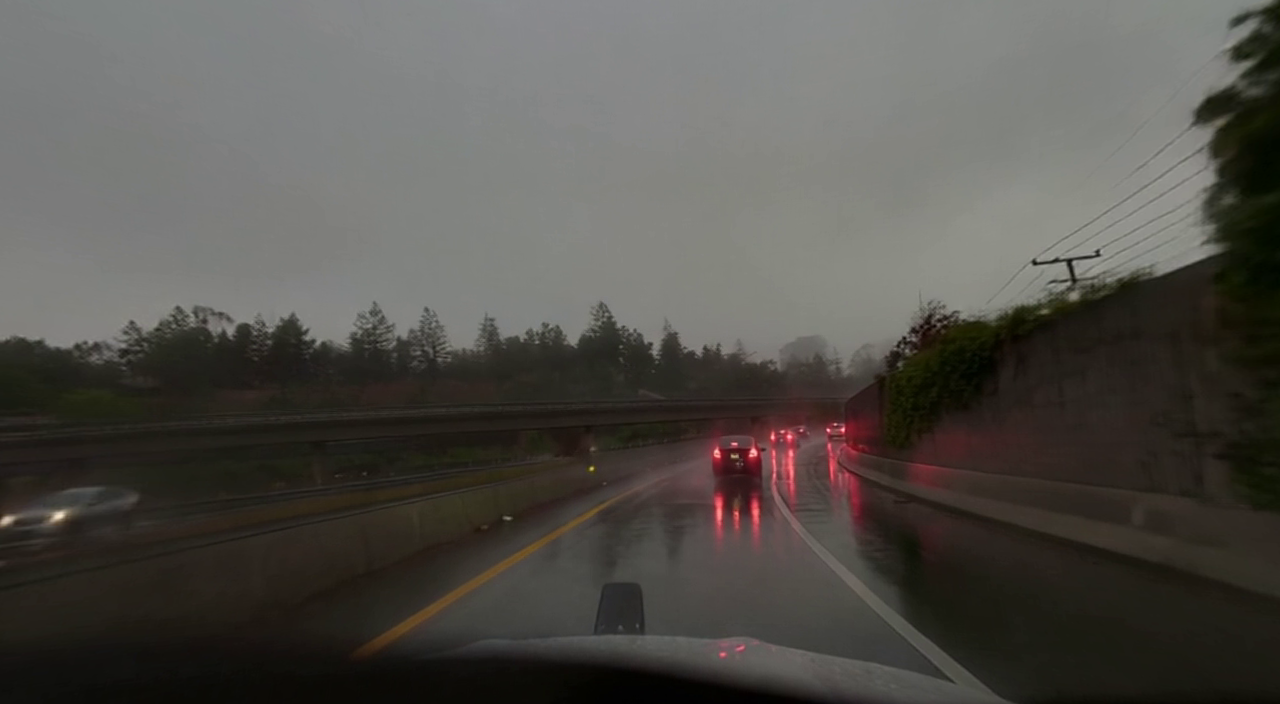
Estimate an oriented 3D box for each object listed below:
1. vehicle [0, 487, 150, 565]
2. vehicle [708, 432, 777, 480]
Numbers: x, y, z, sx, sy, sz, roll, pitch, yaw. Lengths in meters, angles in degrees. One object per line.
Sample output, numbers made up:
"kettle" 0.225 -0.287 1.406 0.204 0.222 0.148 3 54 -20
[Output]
"vehicle" -14.853 4.419 16.376 1.879 1.449 4.002 2 -9 -16
"vehicle" 3.617 3.577 21.855 2.091 1.482 4.321 -2 -9 11
